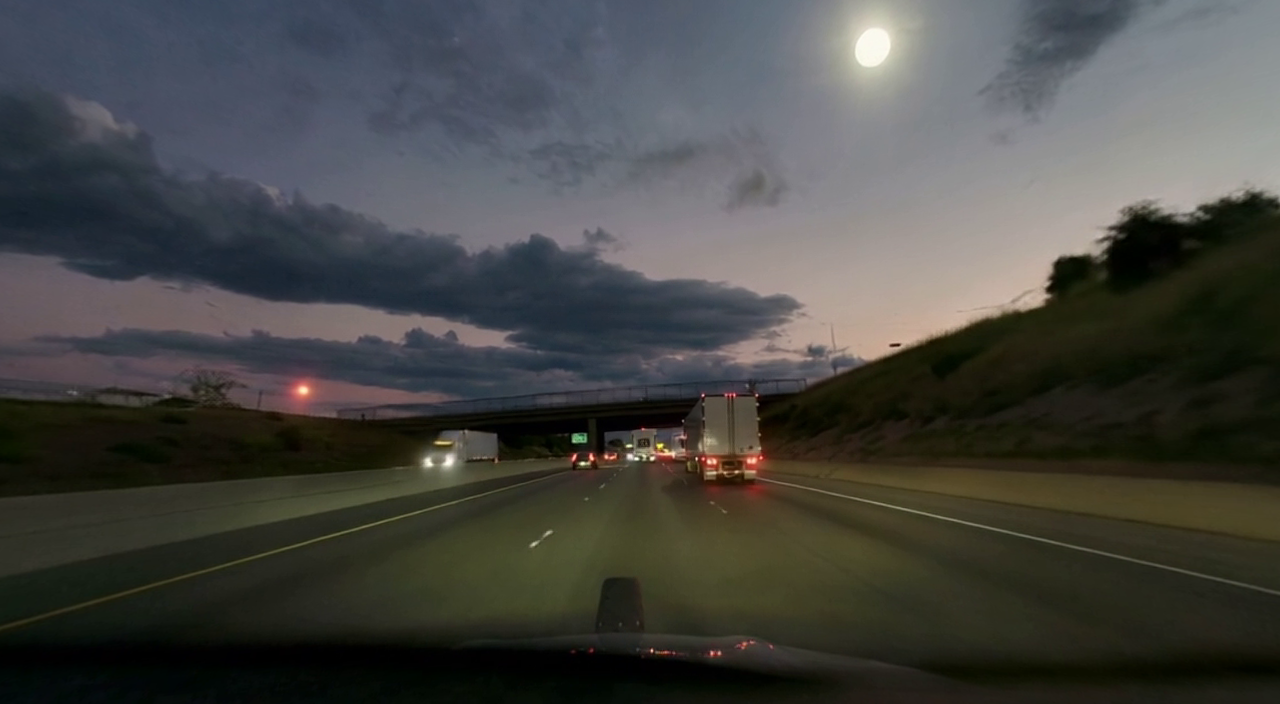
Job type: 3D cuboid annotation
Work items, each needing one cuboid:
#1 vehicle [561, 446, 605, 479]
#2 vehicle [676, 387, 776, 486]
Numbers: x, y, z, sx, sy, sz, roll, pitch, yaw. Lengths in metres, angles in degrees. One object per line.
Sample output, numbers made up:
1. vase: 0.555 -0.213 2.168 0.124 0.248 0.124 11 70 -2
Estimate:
1. vehicle: -3.038 5.982 34.340 2.007 1.647 3.854 0 -9 1
2. vehicle: 4.021 4.748 34.384 3.131 4.037 16.729 0 -9 0
